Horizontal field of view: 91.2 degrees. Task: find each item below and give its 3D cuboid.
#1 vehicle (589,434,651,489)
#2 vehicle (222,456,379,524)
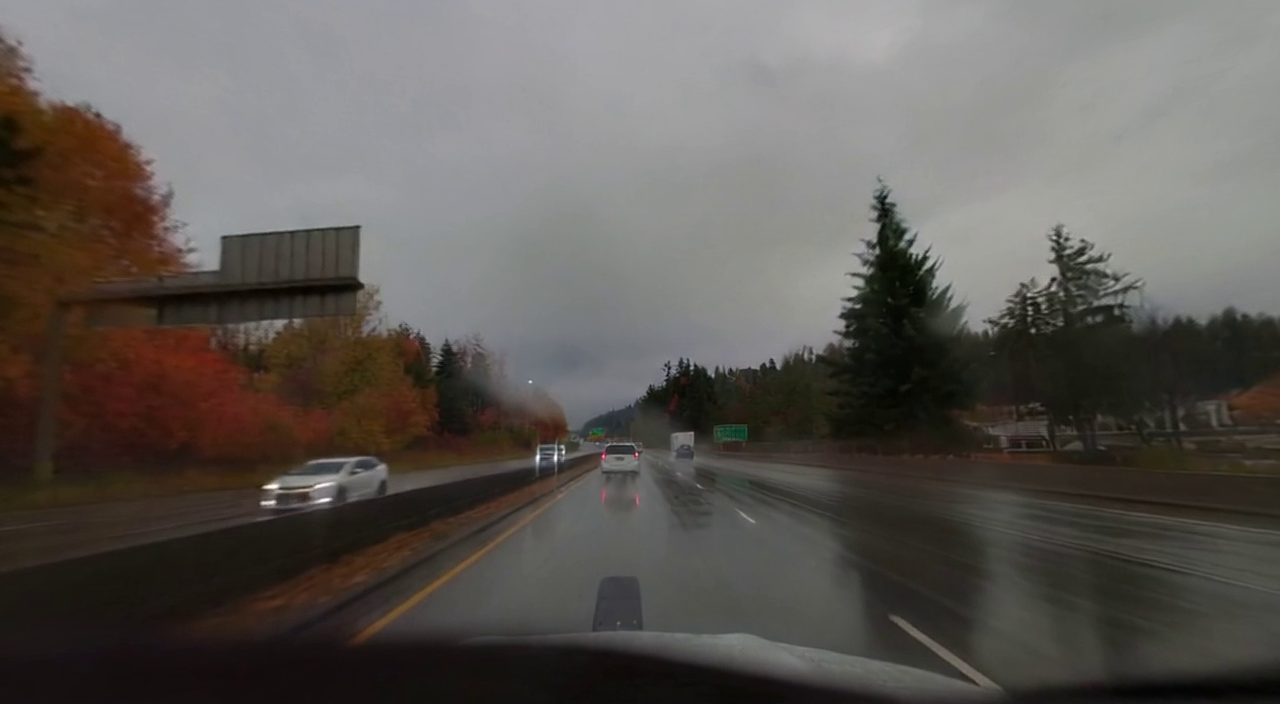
[{"bbox_3d":[-0.631,3.760,21.822,1.937,1.699,3.936,0,-9,0],"label":"vehicle"},{"bbox_3d":[-9.012,3.651,17.119,1.920,1.524,4.179,0,-9,0],"label":"vehicle"}]
